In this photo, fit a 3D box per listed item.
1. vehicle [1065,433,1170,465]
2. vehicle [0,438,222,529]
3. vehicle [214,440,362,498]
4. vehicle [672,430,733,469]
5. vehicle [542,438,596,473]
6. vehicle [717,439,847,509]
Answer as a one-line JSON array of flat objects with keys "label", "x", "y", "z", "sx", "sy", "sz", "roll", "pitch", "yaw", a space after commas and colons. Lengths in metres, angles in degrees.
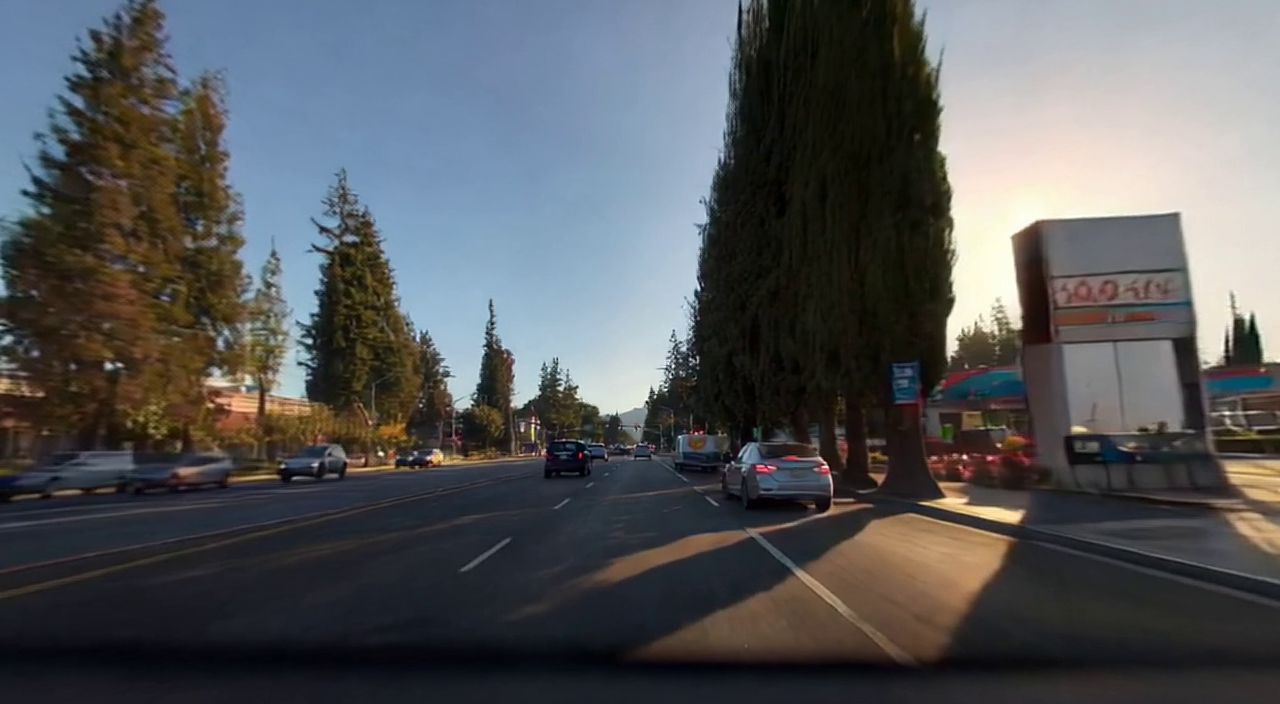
[{"label": "vehicle", "x": 24.092, "y": 4.911, "z": 32.059, "sx": 1.921, "sy": 1.463, "sz": 4.380, "roll": 1, "pitch": -8, "yaw": 0}, {"label": "vehicle", "x": -11.442, "y": 2.658, "z": 13.491, "sx": 1.909, "sy": 1.467, "sz": 4.522, "roll": -2, "pitch": -6, "yaw": 0}, {"label": "vehicle", "x": -11.373, "y": 3.751, "z": 20.871, "sx": 2.004, "sy": 1.509, "sz": 4.932, "roll": -2, "pitch": -6, "yaw": 1}, {"label": "vehicle", "x": 3.748, "y": 6.060, "z": 39.171, "sx": 3.245, "sy": 2.199, "sz": 6.295, "roll": 0, "pitch": -8, "yaw": 1}, {"label": "vehicle", "x": -3.690, "y": 5.489, "z": 33.547, "sx": 2.250, "sy": 1.713, "sz": 4.422, "roll": 0, "pitch": -9, "yaw": 1}, {"label": "vehicle", "x": 3.329, "y": 2.977, "z": 15.877, "sx": 2.095, "sy": 1.475, "sz": 4.686, "roll": 0, "pitch": -9, "yaw": -1}]
